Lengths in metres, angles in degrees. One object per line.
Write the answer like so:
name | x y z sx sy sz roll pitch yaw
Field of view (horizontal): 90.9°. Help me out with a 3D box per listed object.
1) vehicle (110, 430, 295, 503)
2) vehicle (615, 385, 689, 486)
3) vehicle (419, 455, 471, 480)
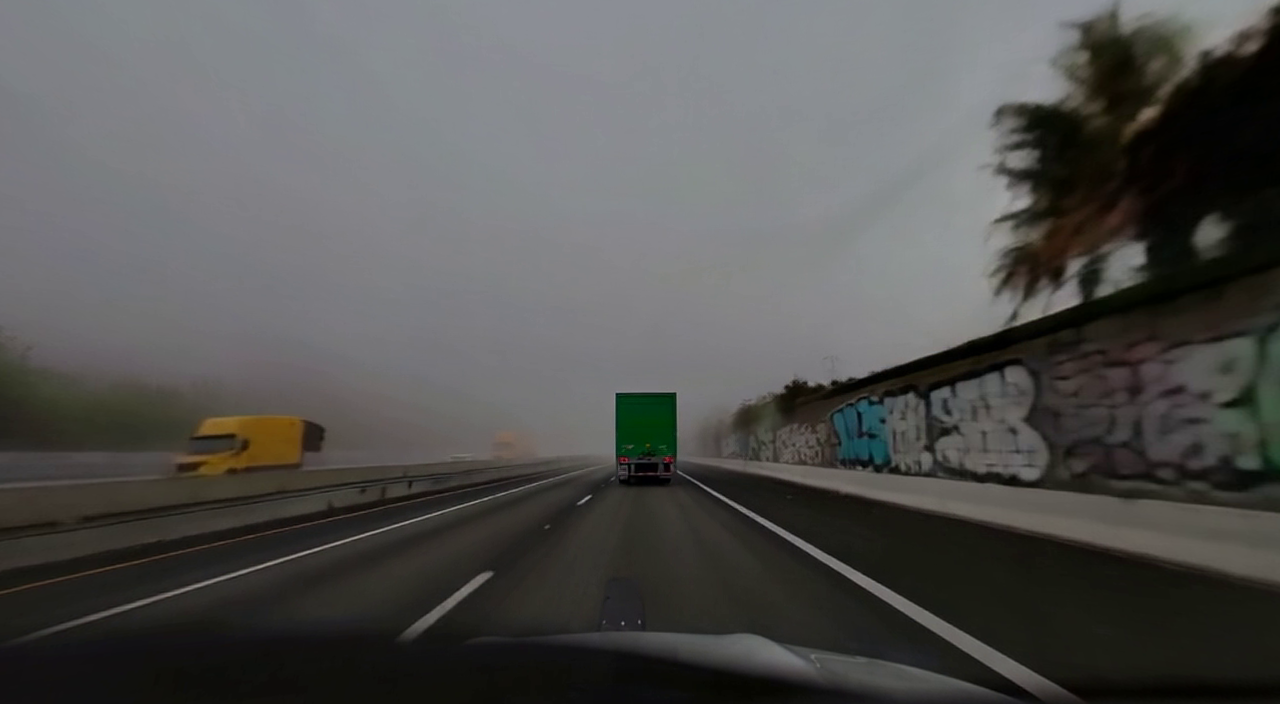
vehicle | -16.693 4.408 24.785 2.427 2.440 6.745 0 -9 0
vehicle | 0.372 4.067 29.811 2.900 3.955 10.151 0 -9 -1
vehicle | -11.921 7.093 38.822 1.795 1.426 4.297 0 -9 0
